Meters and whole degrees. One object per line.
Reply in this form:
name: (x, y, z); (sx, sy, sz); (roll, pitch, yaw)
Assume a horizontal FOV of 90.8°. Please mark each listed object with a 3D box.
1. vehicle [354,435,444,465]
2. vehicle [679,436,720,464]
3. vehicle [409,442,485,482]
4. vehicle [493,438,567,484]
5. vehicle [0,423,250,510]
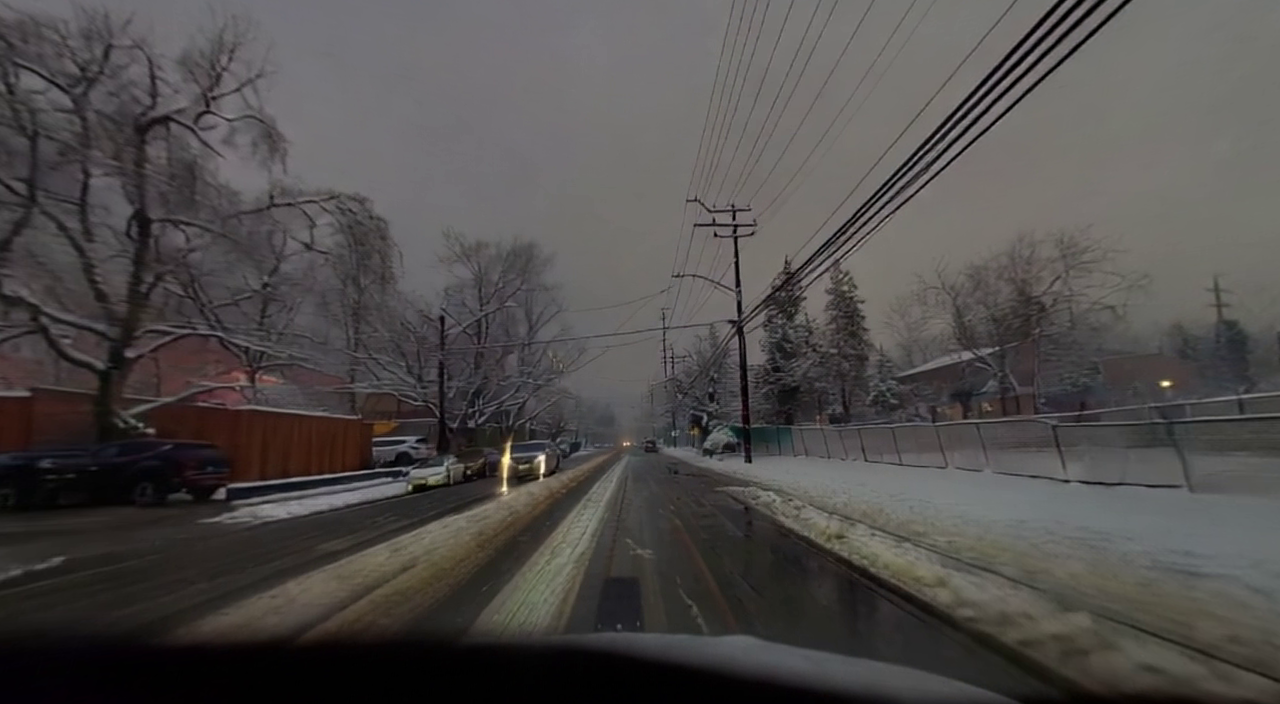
vehicle: (-15.308, 6.270, 40.332); (4.833, 1.831, 2.066); (0, -8, -1)
vehicle: (3.456, 5.761, 37.328); (1.902, 1.542, 4.099); (0, -8, -2)
vehicle: (-8.225, 4.720, 27.362); (2.041, 1.480, 4.474); (-2, -9, -2)
vehicle: (-4.254, 4.266, 25.063); (2.068, 1.543, 4.523); (-3, -8, 0)
vehicle: (-12.316, 2.657, 14.874); (4.780, 1.867, 2.108); (0, -8, -3)
